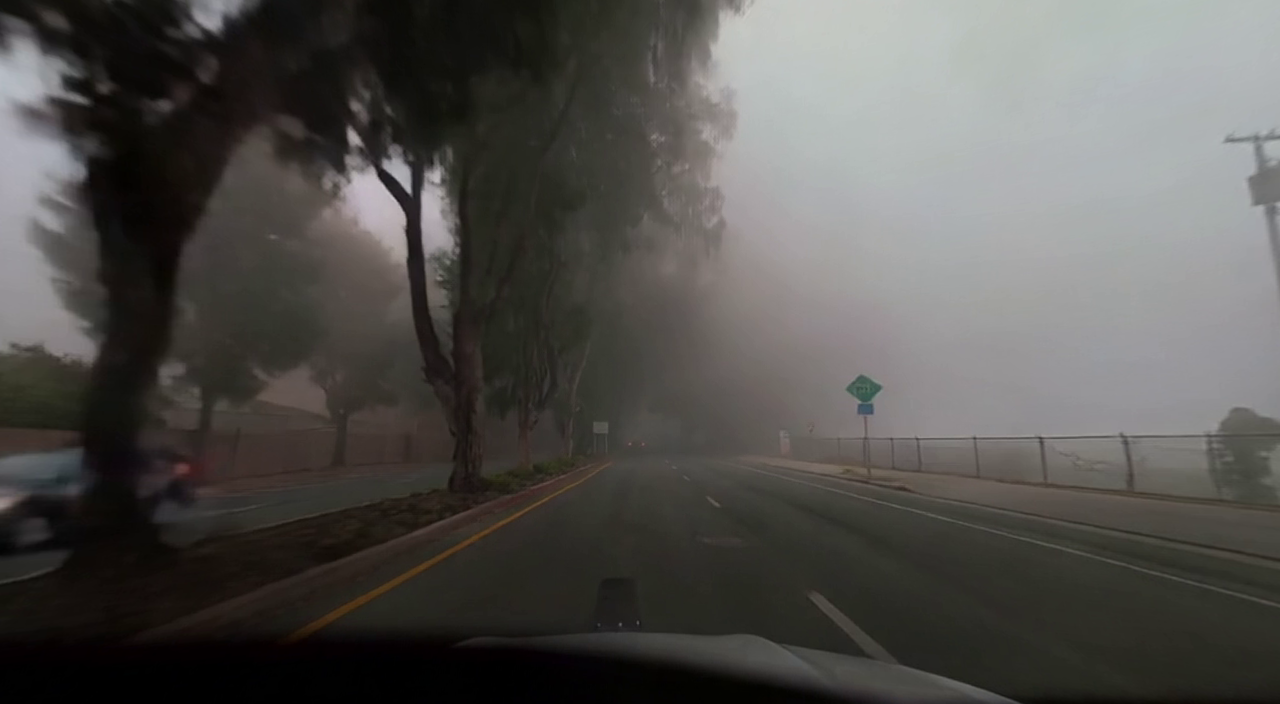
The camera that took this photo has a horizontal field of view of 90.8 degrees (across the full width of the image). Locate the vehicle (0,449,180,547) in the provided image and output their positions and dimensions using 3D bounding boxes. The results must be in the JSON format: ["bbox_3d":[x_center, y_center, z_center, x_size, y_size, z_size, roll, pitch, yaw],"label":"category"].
[{"bbox_3d":[-10.802,2.500,11.288,1.825,1.473,4.357,0,-8,1],"label":"vehicle"}]
